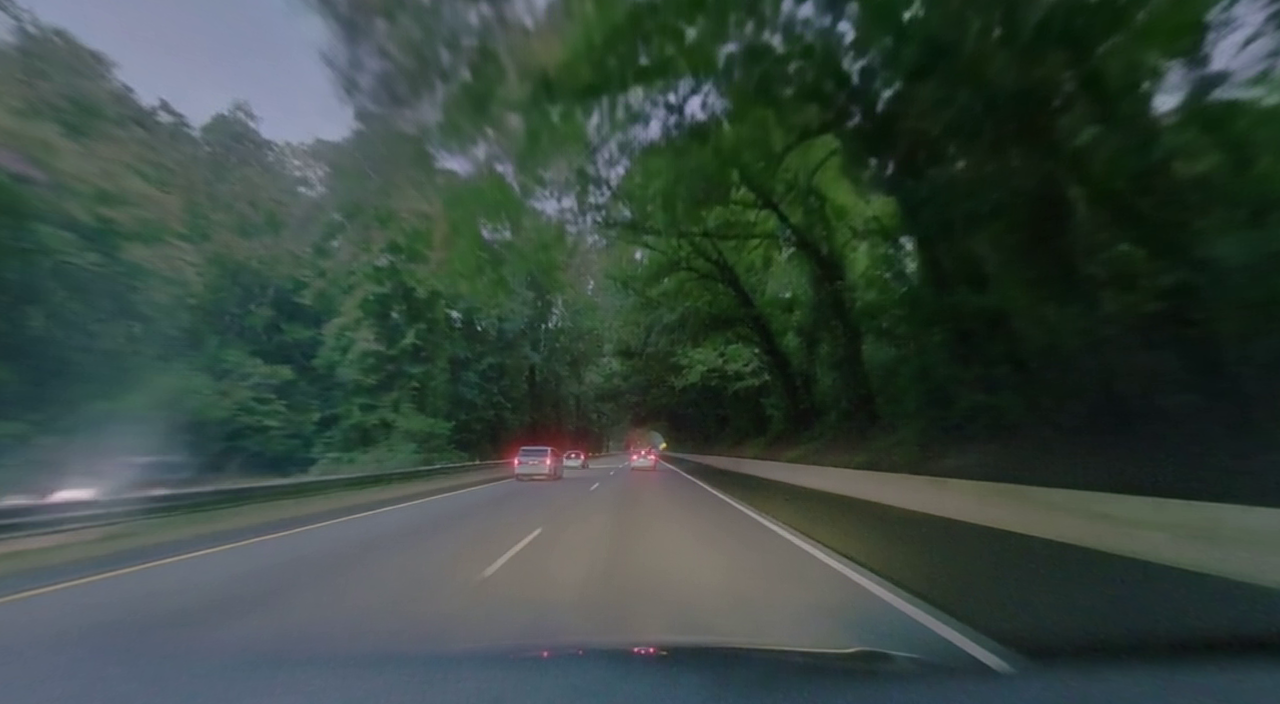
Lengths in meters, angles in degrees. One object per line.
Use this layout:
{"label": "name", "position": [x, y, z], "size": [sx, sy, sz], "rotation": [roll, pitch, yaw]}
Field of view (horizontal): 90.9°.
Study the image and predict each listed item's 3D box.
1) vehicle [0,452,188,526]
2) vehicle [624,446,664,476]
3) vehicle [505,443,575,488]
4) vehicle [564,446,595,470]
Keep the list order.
{"label": "vehicle", "position": [-12.440, 2.982, 14.202], "size": [1.733, 1.407, 3.713], "rotation": [0, -9, 0]}
{"label": "vehicle", "position": [0.180, 5.789, 33.561], "size": [2.001, 1.490, 3.914], "rotation": [0, -9, 0]}
{"label": "vehicle", "position": [-3.687, 4.250, 23.861], "size": [1.978, 1.538, 3.755], "rotation": [0, -9, 1]}
{"label": "vehicle", "position": [-4.262, 7.496, 44.734], "size": [1.834, 1.615, 3.624], "rotation": [0, -9, 1]}
